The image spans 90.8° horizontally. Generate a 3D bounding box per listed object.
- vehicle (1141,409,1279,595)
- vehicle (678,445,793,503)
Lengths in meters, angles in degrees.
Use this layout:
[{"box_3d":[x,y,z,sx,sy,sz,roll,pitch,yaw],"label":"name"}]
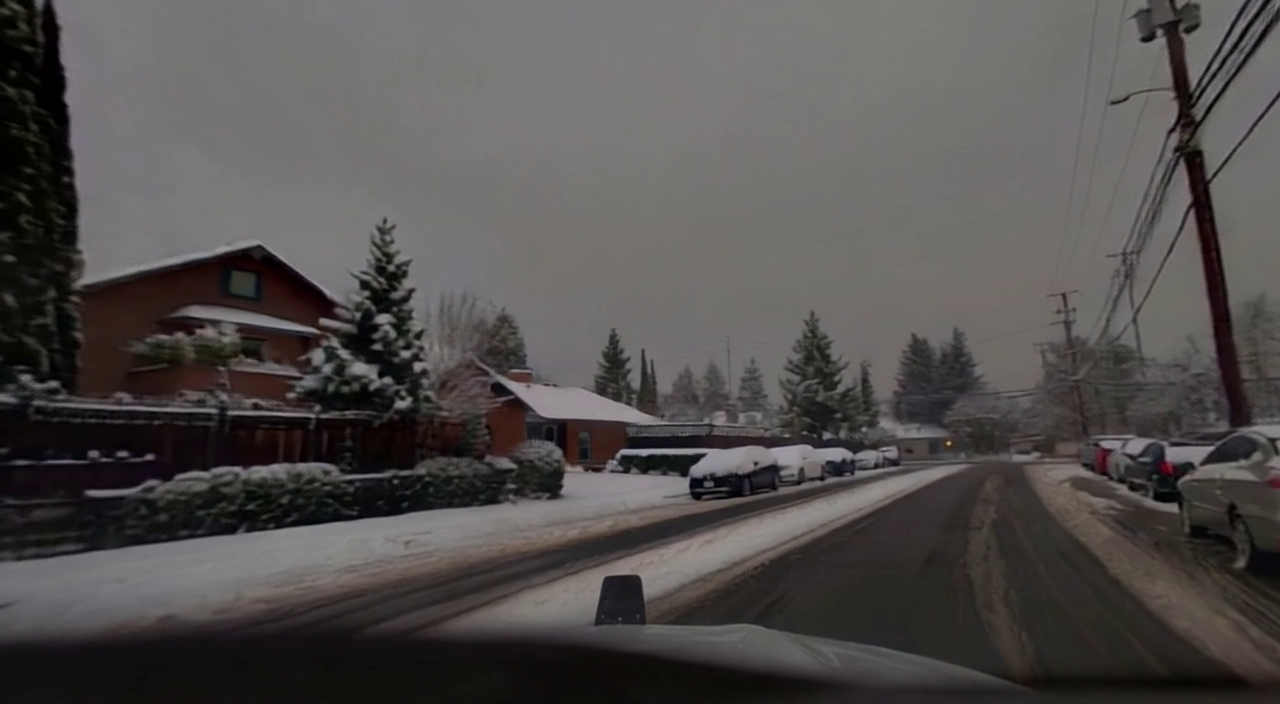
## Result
[{"box_3d":[7.854,1.545,7.298,2.439,1.670,4.631,-5,-9,29],"label":"vehicle"},{"box_3d":[3.100,3.672,19.587,1.930,1.478,4.731,-5,-9,29],"label":"vehicle"}]
